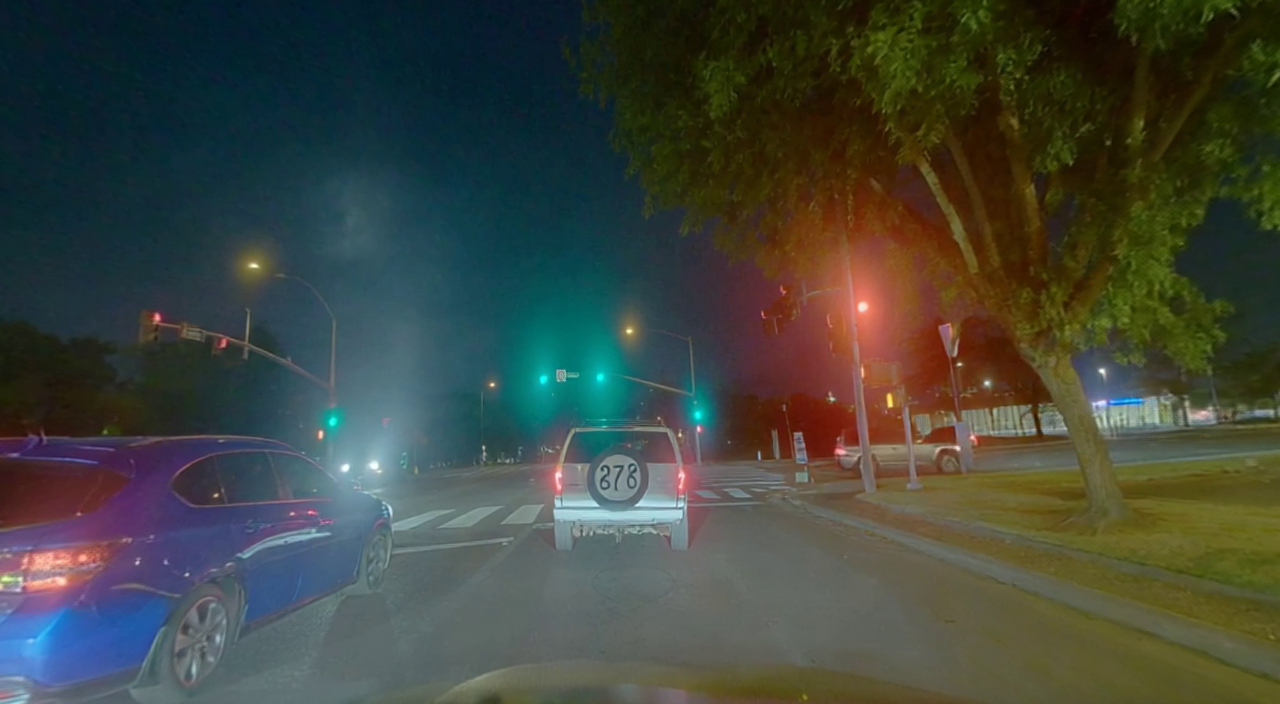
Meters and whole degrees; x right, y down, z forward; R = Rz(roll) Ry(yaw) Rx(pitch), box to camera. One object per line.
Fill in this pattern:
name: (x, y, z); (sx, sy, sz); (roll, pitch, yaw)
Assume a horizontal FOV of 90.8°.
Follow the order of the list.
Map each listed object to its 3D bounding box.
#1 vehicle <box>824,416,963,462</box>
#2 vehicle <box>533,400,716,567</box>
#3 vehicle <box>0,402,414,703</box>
vehicle: (11.399, 3.965, 28.706); (5.215, 1.967, 2.392); (0, -8, -4)
vehicle: (-0.175, 1.799, 9.335); (2.059, 1.877, 4.249); (0, -8, 0)
vehicle: (-3.368, 1.262, 4.558); (2.011, 1.527, 4.008); (0, -8, -1)
